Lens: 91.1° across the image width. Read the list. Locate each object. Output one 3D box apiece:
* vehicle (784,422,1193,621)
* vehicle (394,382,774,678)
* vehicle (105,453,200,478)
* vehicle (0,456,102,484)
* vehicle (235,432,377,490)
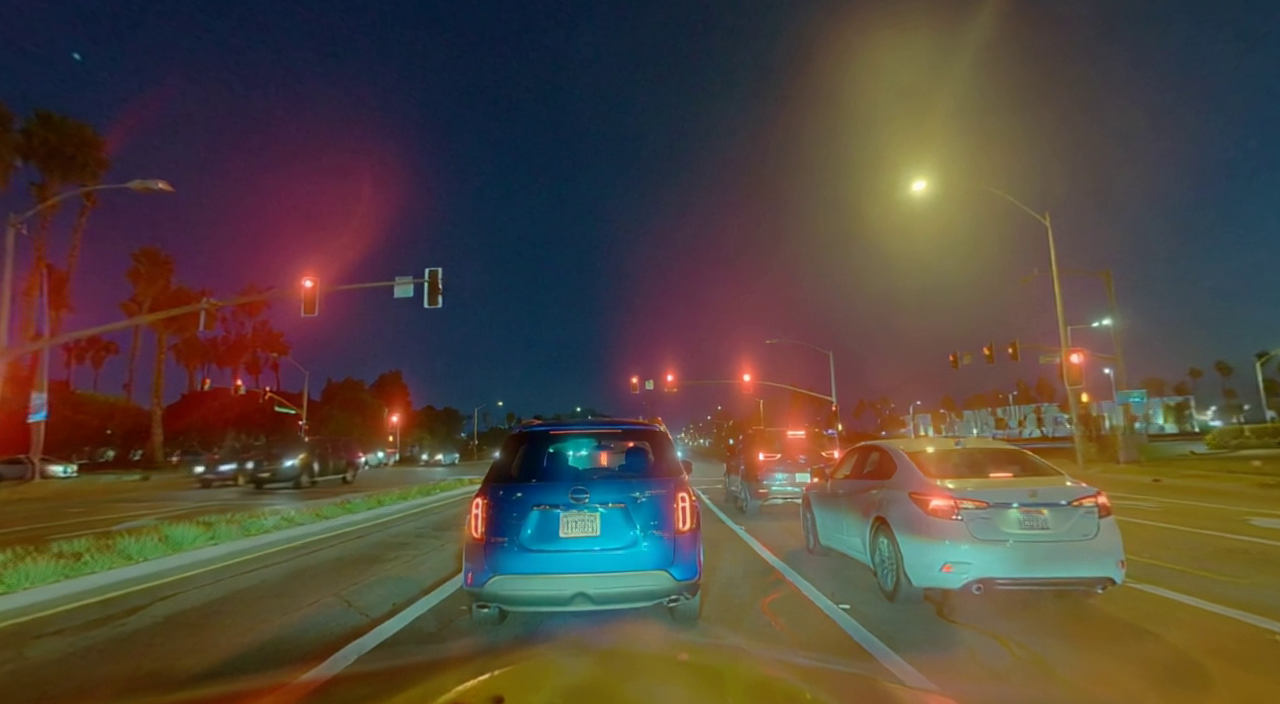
[{"bbox_3d":[3.143,1.612,7.023,1.971,1.473,4.495,0,-8,0],"label":"vehicle"},{"bbox_3d":[-0.319,1.322,5.710,2.172,1.694,4.055,0,-8,0],"label":"vehicle"},{"bbox_3d":[-36.568,8.524,47.143,5.347,1.785,2.123,0,-8,1],"label":"vehicle"},{"bbox_3d":[-40.710,8.124,43.381,4.993,1.788,2.075,0,-9,1],"label":"vehicle"},{"bbox_3d":[-12.415,4.093,23.934,2.317,1.924,5.636,0,-9,0],"label":"vehicle"}]
